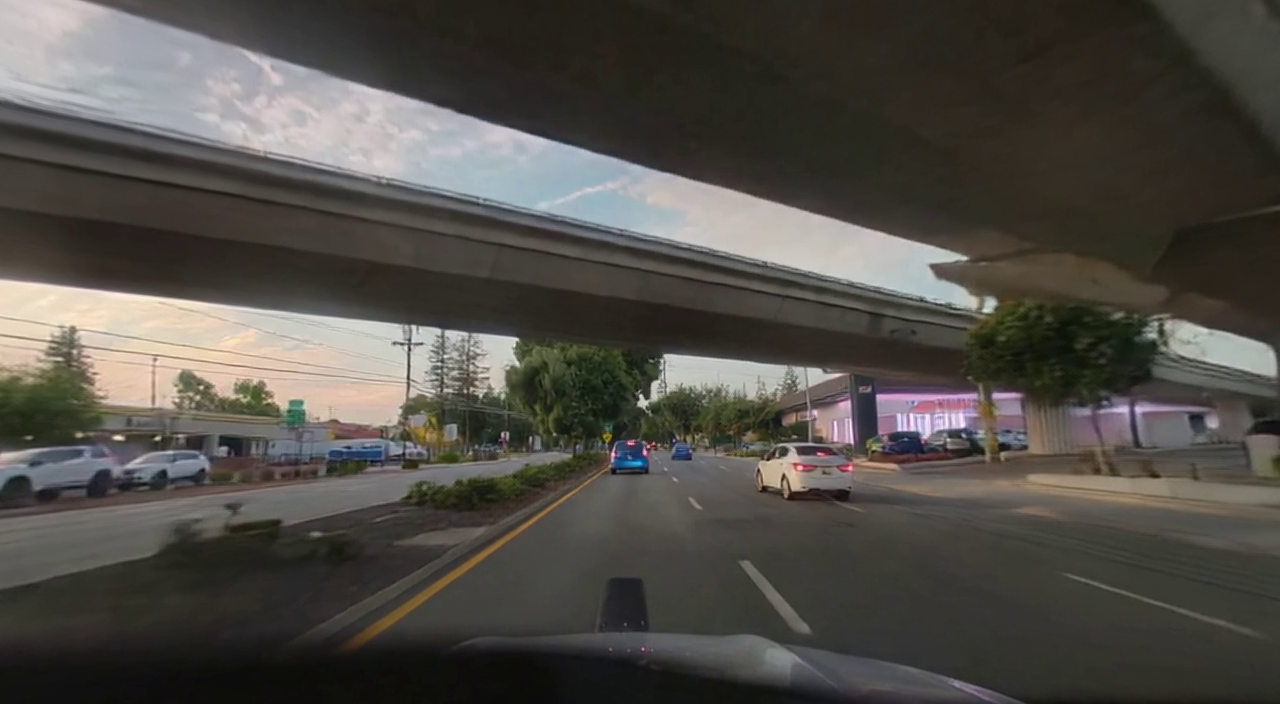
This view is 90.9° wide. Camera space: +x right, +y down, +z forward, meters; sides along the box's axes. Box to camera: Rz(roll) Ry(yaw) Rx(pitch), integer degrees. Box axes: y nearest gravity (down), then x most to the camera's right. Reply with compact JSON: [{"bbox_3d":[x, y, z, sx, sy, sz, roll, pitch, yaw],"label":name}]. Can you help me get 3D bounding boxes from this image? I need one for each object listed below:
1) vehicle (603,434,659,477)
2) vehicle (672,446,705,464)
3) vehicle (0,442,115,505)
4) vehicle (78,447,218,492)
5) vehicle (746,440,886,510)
[{"bbox_3d":[-0.389,4.817,29.583,2.441,1.813,4.581,0,-8,0],"label":"vehicle"},{"bbox_3d":[3.718,7.959,48.868,2.126,1.375,4.241,0,-8,-1],"label":"vehicle"},{"bbox_3d":[-19.758,3.823,20.214,1.989,1.820,4.427,0,-8,-1],"label":"vehicle"},{"bbox_3d":[-19.439,4.627,25.213,1.913,1.612,4.505,0,-8,0],"label":"vehicle"},{"bbox_3d":[4.209,3.006,15.980,1.954,1.479,4.557,1,-8,-4],"label":"vehicle"}]
